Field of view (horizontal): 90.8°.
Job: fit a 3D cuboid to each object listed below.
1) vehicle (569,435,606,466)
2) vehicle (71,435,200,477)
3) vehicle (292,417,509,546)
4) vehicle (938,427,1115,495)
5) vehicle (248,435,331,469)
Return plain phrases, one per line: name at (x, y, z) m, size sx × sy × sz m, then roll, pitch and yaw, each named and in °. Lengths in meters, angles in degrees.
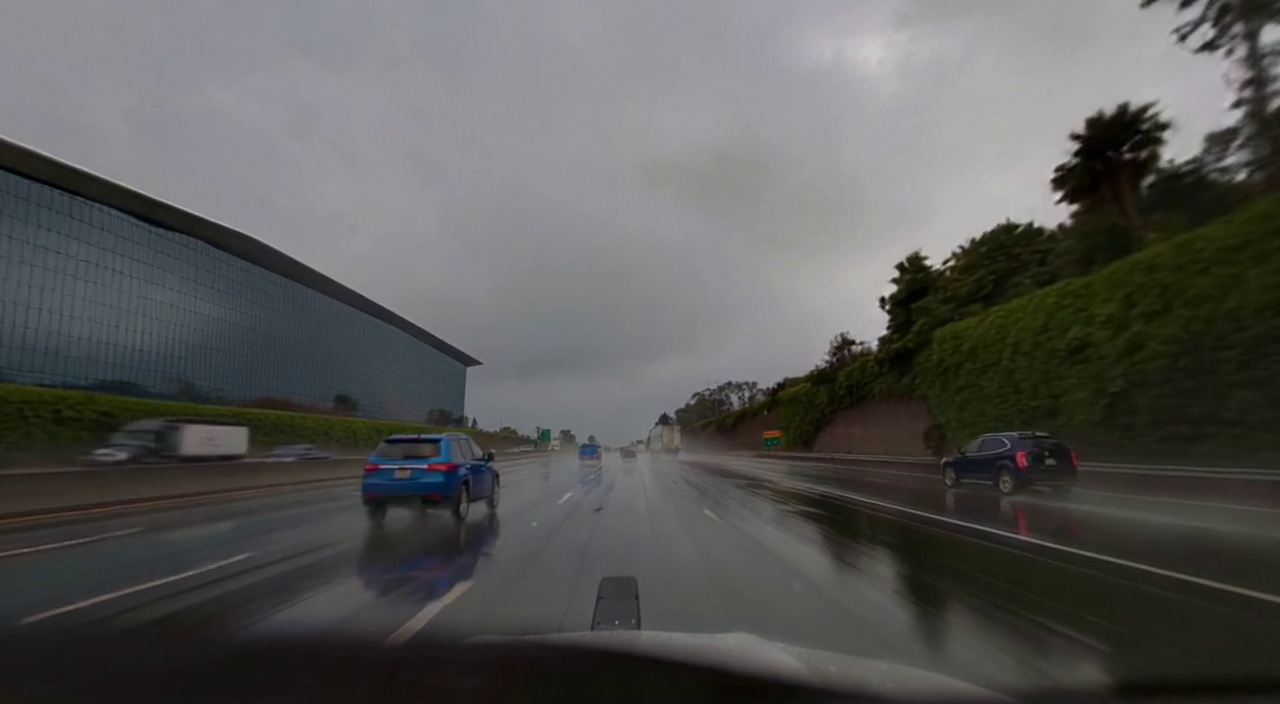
vehicle at (-3.643, 7.020, 45.101) m, size 2.284 × 2.022 × 5.752 m, roll 0°, pitch -9°, yaw -1°
vehicle at (-29.973, 6.214, 37.892) m, size 2.591 × 2.321 × 6.155 m, roll 0°, pitch -9°, yaw 0°
vehicle at (-3.658, 2.073, 10.659) m, size 2.039 × 1.710 × 4.237 m, roll 0°, pitch -9°, yaw -1°
vehicle at (11.462, 3.280, 19.324) m, size 2.089 × 1.787 × 5.080 m, roll 0°, pitch -9°, yaw -2°
vehicle at (-23.836, 6.826, 43.276) m, size 2.295 × 2.156 × 5.710 m, roll 0°, pitch -9°, yaw 0°
